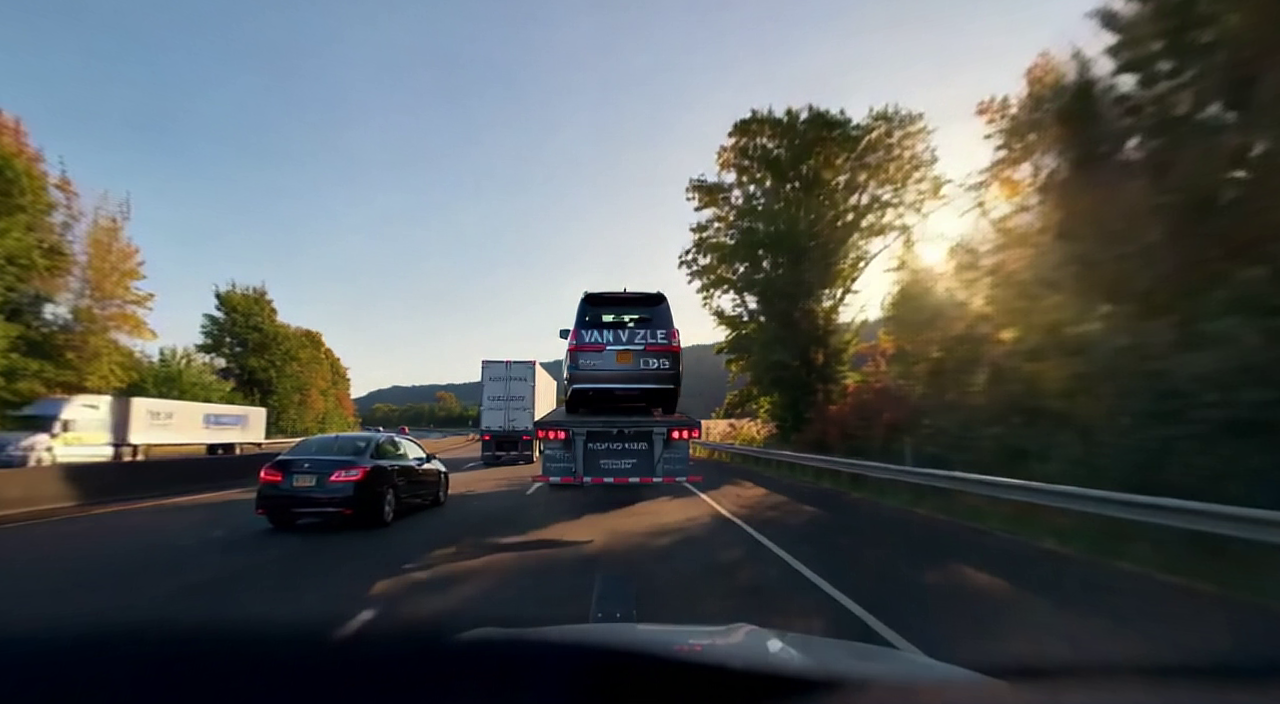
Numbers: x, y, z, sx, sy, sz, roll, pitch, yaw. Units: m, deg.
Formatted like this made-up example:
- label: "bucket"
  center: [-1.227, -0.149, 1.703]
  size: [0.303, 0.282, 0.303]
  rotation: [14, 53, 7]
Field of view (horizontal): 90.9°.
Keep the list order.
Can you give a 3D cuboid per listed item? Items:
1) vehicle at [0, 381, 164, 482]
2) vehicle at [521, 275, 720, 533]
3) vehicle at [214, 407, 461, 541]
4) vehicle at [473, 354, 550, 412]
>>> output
- label: "vehicle"
  center: [-24.846, 3.444, 27.230]
  size: [2.977, 3.792, 7.060]
  rotation: [0, -8, -1]
- label: "vehicle"
  center: [-0.421, 1.287, 13.492]
  size: [2.738, 3.628, 9.223]
  rotation: [0, -7, -2]
- label: "vehicle"
  center: [-4.440, 1.823, 10.177]
  size: [1.914, 1.675, 4.331]
  rotation: [0, -7, -1]
- label: "vehicle"
  center: [-4.694, 1.273, 23.716]
  size: [2.118, 1.799, 4.591]
  rotation: [0, -7, -3]
